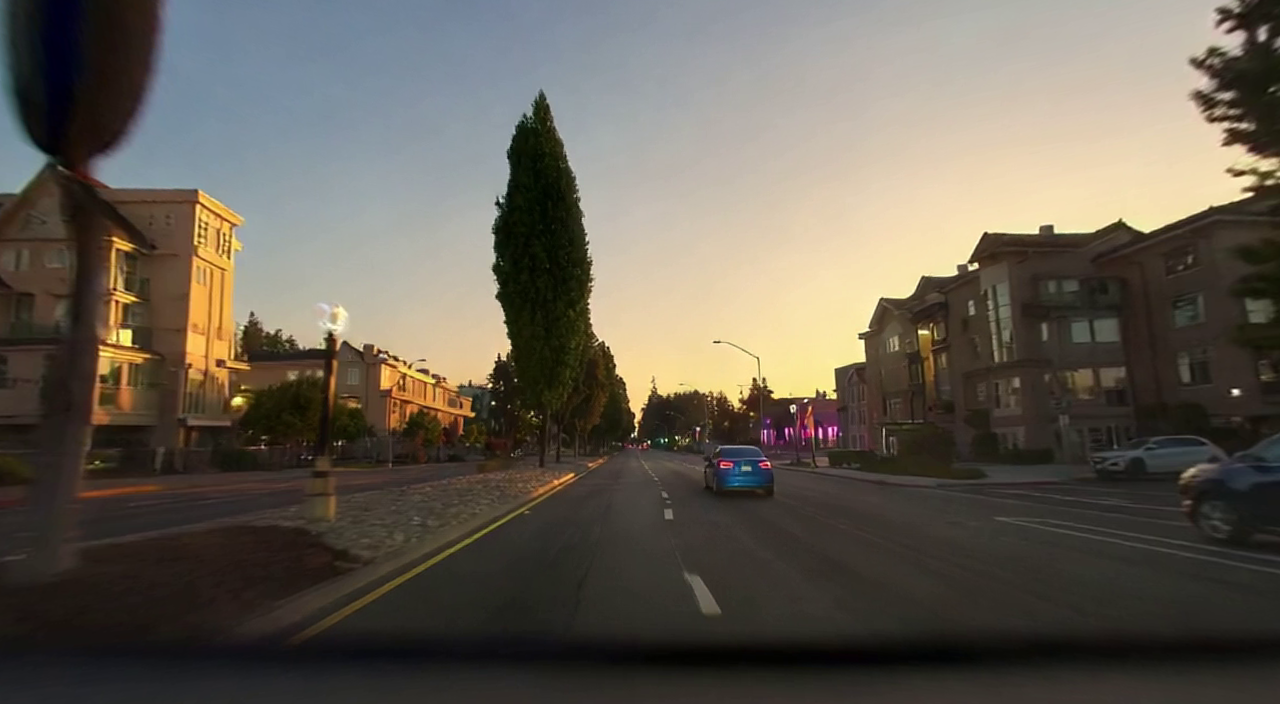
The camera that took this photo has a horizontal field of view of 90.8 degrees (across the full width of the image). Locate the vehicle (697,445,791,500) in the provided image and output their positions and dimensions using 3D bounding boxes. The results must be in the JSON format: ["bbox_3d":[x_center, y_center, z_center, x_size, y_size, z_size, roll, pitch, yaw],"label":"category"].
[{"bbox_3d":[2.900,3.467,18.678,1.929,1.411,4.284,0,-9,-2],"label":"vehicle"}]

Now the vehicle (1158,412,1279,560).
[{"bbox_3d":[9.738,1.578,7.094,2.651,1.914,5.992,0,-9,-1],"label":"vehicle"}]
